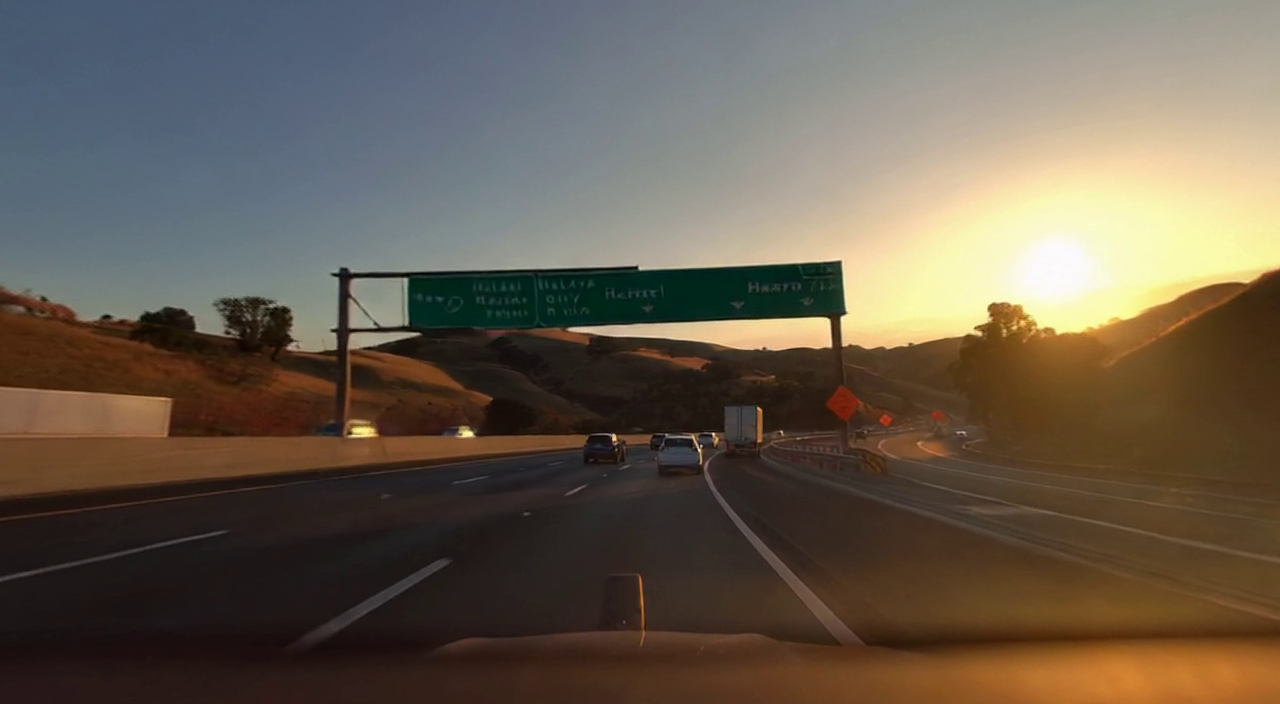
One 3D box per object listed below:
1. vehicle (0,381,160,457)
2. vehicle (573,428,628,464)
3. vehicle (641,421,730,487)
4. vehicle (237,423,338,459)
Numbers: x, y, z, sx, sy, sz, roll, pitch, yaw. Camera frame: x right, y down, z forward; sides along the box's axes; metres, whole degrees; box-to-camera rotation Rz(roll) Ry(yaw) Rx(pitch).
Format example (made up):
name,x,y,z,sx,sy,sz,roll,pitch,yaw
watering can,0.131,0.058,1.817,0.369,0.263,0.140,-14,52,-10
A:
name,x,y,z,sx,sy,sz,roll,pitch,yaw
vehicle,-32.199,3.558,32.617,2.795,3.678,13.742,-1,-9,6
vehicle,-1.950,4.830,32.395,2.077,1.712,4.406,-1,-8,6
vehicle,1.394,3.195,19.963,2.484,1.820,4.497,-1,-8,3
vehicle,-15.995,4.082,28.904,1.864,1.507,4.271,-1,-8,5
